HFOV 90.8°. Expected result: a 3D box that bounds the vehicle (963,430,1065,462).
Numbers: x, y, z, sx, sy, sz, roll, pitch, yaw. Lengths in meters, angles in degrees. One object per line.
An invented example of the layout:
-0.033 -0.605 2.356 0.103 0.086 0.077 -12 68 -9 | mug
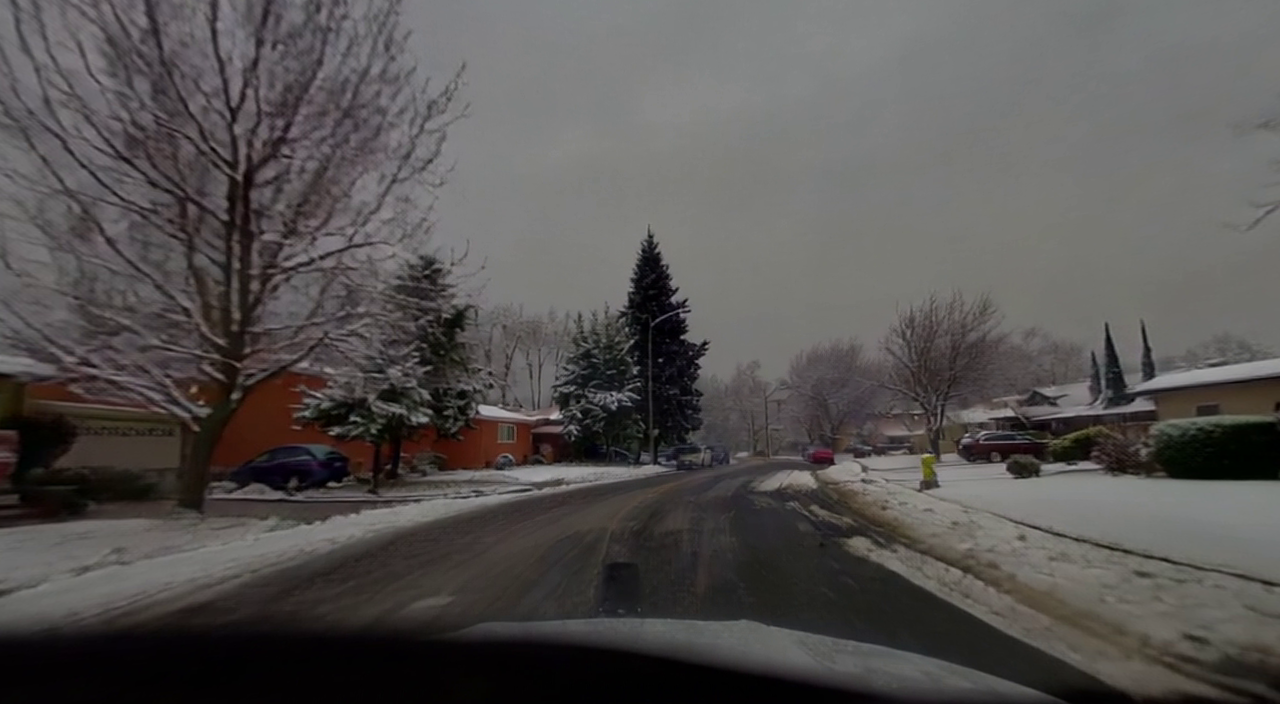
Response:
20.767 5.220 35.203 4.384 1.688 1.956 0 -9 0 | vehicle

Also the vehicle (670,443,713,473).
3.697 7.395 44.335 2.215 1.859 4.765 -1 -8 15 | vehicle
